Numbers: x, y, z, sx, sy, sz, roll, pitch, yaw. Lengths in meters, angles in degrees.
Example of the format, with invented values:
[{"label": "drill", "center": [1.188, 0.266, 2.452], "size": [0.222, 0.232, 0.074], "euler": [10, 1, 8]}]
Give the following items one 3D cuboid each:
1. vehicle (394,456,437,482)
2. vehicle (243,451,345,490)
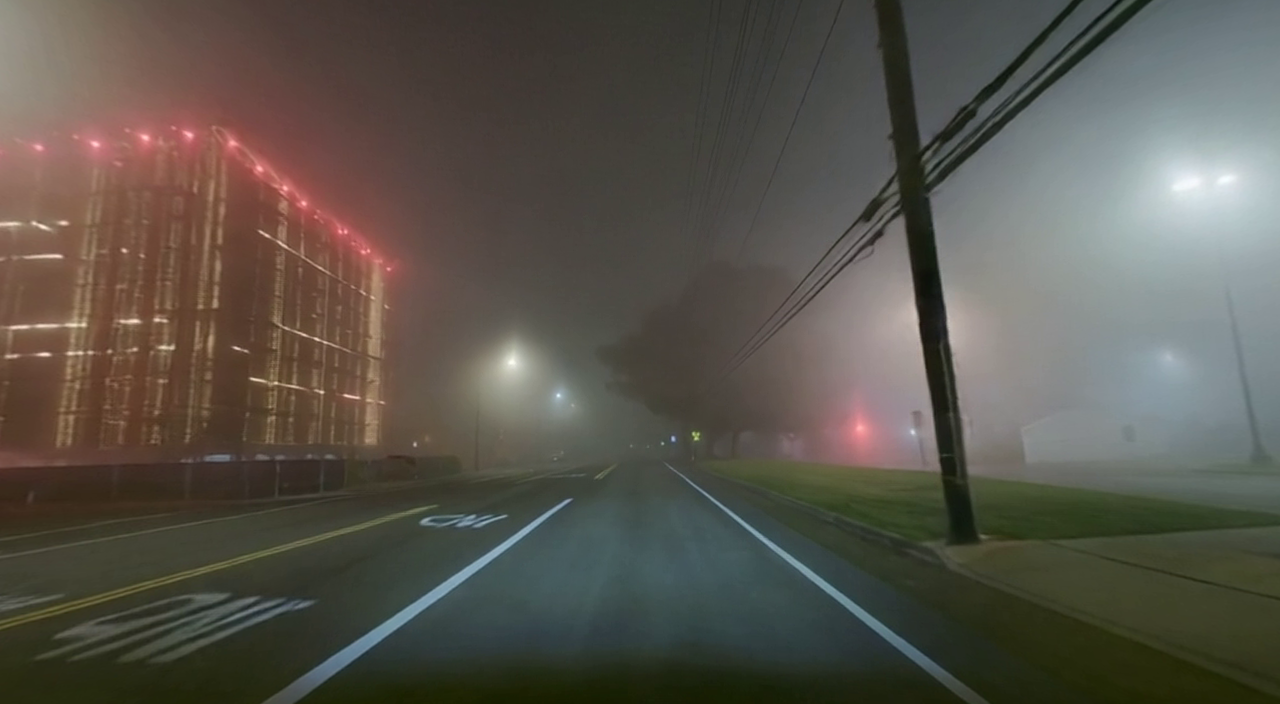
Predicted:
[{"label": "vehicle", "center": [-15.566, 8.059, 43.519], "size": [2.002, 1.683, 4.664], "euler": [5, -11, -28]}, {"label": "vehicle", "center": [-20.224, 6.963, 37.018], "size": [4.712, 1.927, 2.237], "euler": [-3, -10, 0]}]
